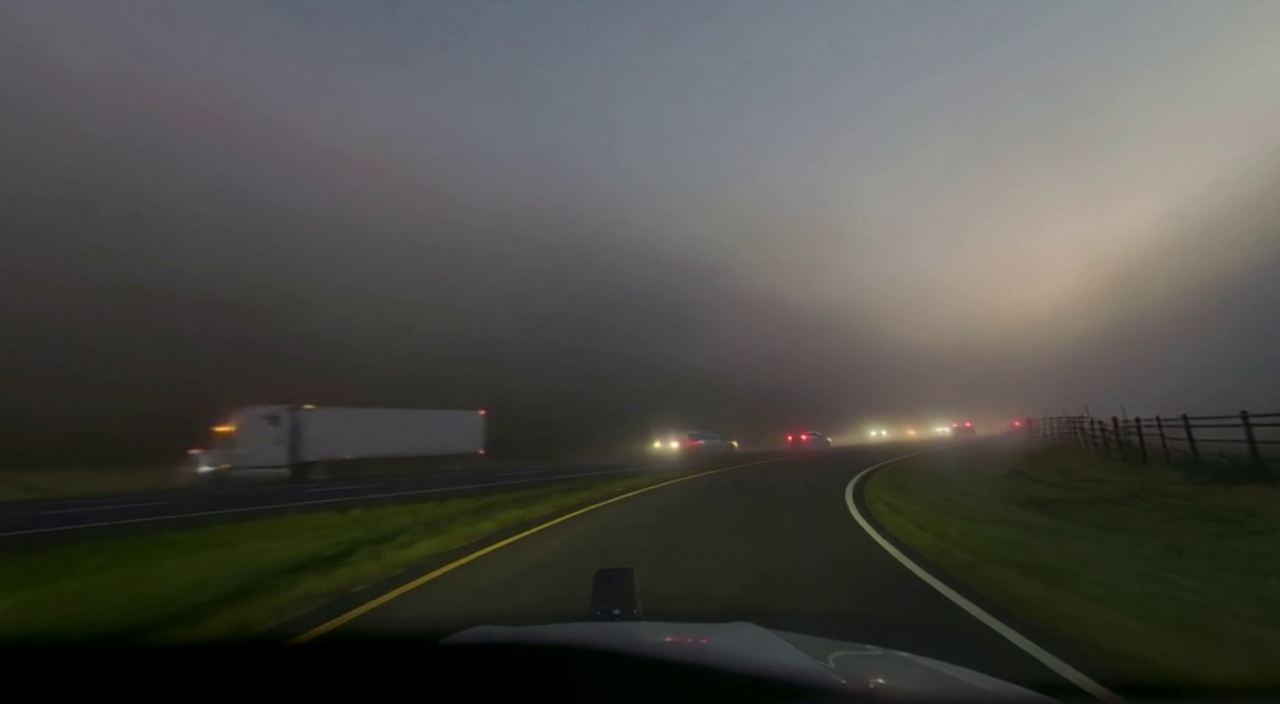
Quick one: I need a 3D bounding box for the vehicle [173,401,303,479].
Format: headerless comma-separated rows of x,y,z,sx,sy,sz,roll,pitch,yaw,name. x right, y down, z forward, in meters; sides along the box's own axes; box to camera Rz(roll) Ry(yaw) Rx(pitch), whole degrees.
-20.882,4.586,32.844,2.985,3.697,4.762,-7,-11,38,vehicle

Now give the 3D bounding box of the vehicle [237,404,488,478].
-16.119,5.467,38.766,2.888,3.781,14.258,-7,-10,38,vehicle

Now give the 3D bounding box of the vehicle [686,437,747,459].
5.439,6.723,44.203,1.923,1.496,4.819,-7,-11,39,vehicle

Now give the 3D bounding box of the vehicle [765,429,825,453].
10.973,6.242,44.272,2.135,1.579,4.843,-7,-11,39,vehicle
